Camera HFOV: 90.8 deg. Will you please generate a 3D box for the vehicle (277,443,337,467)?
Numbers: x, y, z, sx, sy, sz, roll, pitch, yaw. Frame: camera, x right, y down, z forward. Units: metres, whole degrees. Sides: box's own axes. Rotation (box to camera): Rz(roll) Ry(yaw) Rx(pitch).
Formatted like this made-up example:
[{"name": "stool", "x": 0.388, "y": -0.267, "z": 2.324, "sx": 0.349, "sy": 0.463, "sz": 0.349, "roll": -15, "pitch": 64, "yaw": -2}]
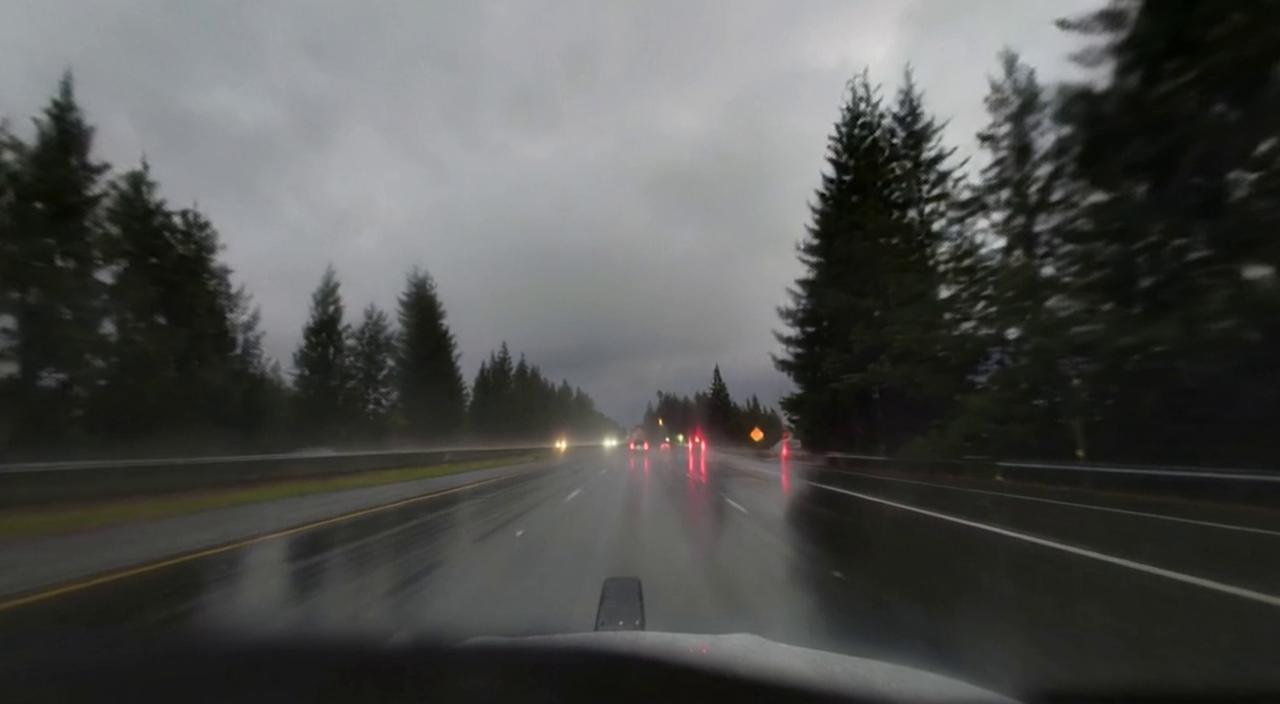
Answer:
[{"name": "vehicle", "x": -25.312, "y": 7.832, "z": 48.185, "sx": 2.085, "sy": 1.683, "sz": 4.588, "roll": 0, "pitch": -9, "yaw": 0}]
